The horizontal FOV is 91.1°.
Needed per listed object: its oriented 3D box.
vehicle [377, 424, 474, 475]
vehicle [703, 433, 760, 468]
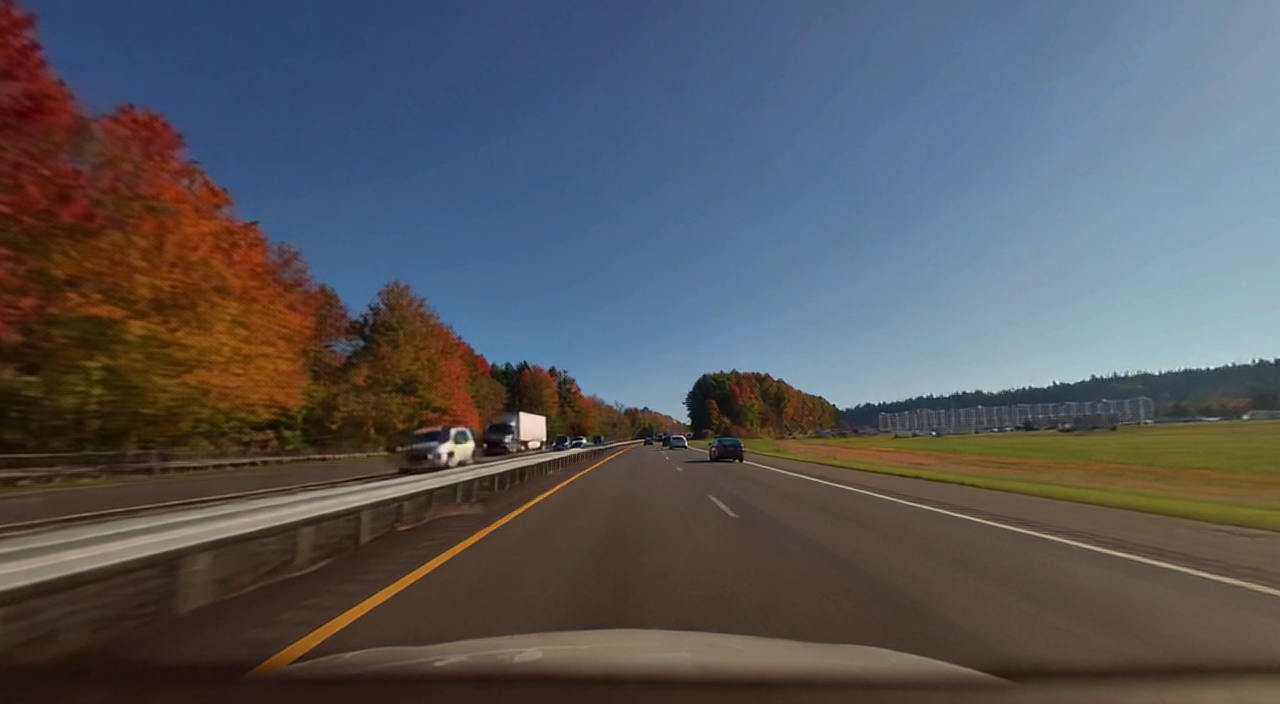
[{"bbox_3d":[-8.413,3.865,25.149,2.096,1.813,4.961,-1,-8,0],"label":"vehicle"},{"bbox_3d":[4.285,4.690,30.105,2.024,1.516,4.197,0,-8,-1],"label":"vehicle"}]
